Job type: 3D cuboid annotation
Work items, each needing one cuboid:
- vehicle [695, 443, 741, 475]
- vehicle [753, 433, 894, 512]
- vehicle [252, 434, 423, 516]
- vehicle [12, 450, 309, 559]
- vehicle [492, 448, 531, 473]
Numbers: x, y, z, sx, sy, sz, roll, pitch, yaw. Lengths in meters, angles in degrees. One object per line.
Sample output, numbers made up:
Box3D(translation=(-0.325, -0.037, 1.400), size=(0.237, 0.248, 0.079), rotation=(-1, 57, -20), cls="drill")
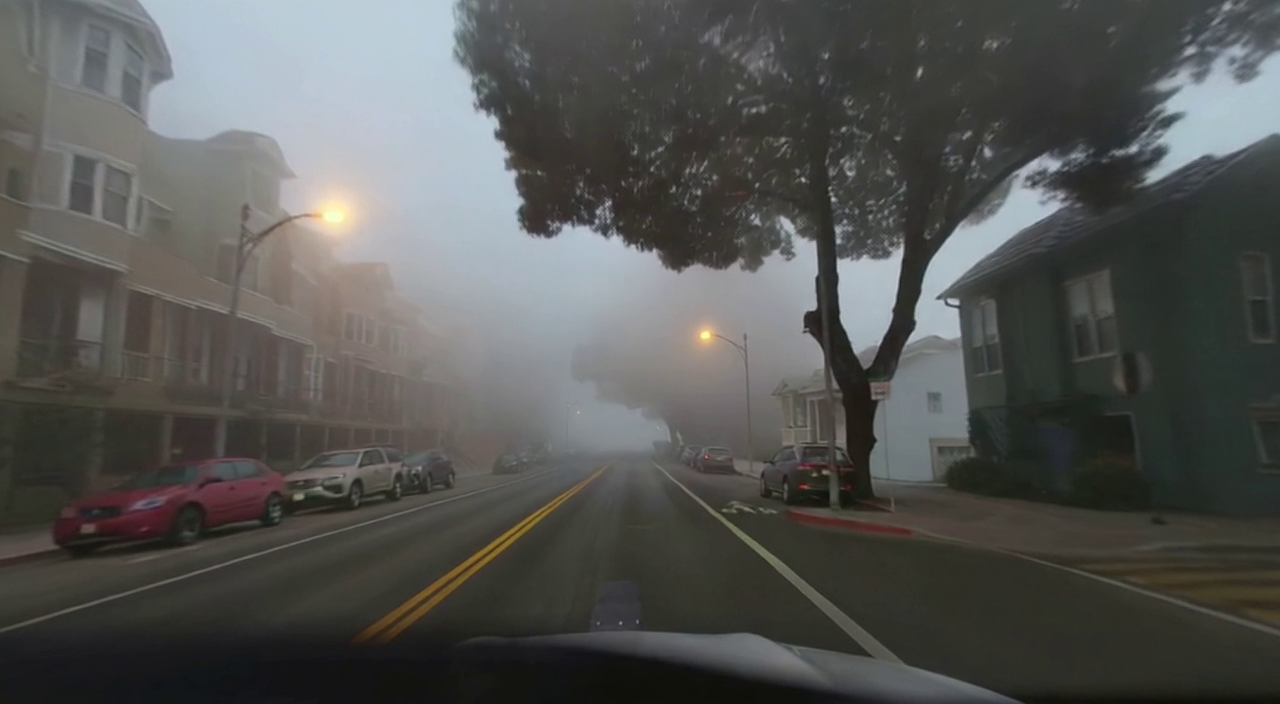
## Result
Box3D(translation=(4.037, 5.597, 33.399), size=(1.845, 1.556, 3.929), rotation=(1, -9, -1), cls="vehicle")
Box3D(translation=(4.334, 2.918, 15.747), size=(2.034, 1.674, 4.271), rotation=(1, -9, -3), cls="vehicle")
Box3D(translation=(-7.894, 3.255, 17.220), size=(2.283, 1.853, 4.903), rotation=(0, -9, -1), cls="vehicle")
Box3D(translation=(-8.030, 2.538, 11.292), size=(1.967, 1.517, 4.360), rotation=(1, -9, -2), cls="vehicle")
Box3D(translation=(-8.292, 7.012, 41.058), size=(1.852, 1.482, 3.916), rotation=(0, -9, -2), cls="vehicle")
